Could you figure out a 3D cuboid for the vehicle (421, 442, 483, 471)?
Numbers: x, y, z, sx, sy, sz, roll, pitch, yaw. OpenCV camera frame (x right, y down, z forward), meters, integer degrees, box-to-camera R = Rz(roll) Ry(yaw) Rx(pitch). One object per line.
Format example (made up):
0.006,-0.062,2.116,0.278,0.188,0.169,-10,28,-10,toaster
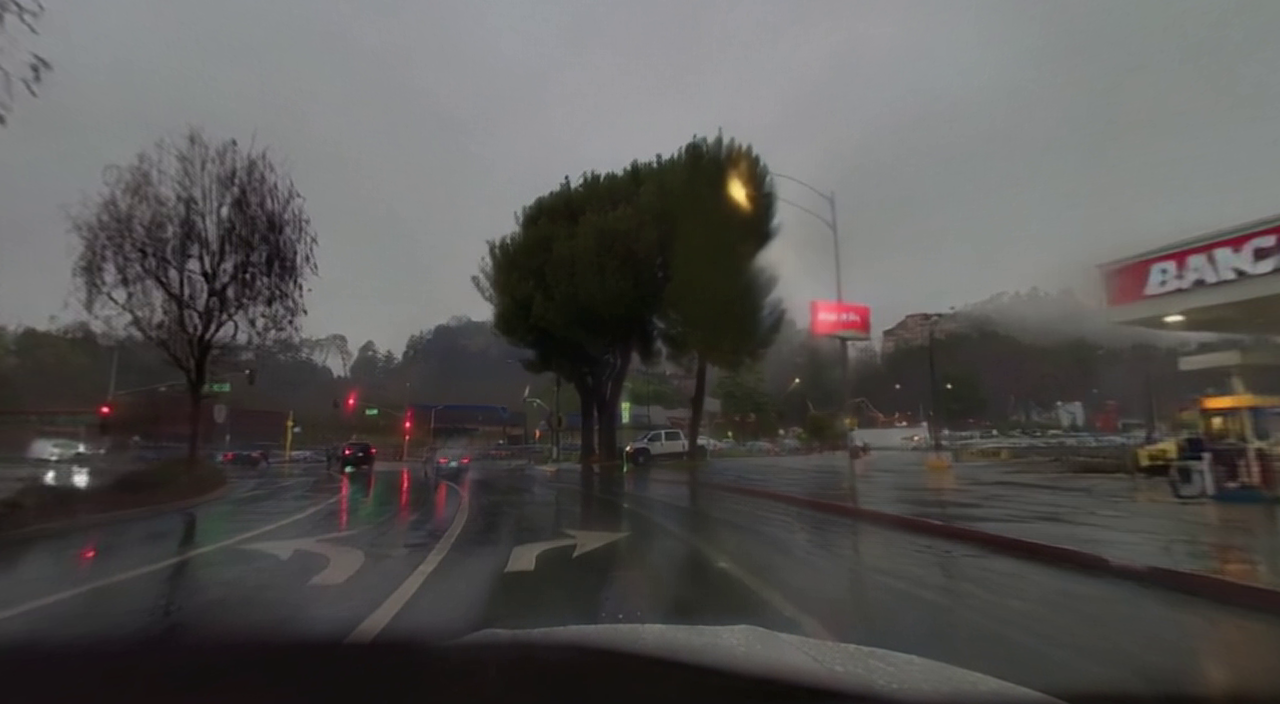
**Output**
-12.783,7.046,42.658,2.202,1.822,4.826,7,-11,-39,vehicle

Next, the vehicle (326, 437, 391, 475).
-16.338,5.970,36.404,2.254,2.006,4.766,7,-11,-37,vehicle

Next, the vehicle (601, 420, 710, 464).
1.166,6.851,47.729,7.741,3.106,2.906,-4,-10,26,vehicle

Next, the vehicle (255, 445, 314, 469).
-26.346,7.750,46.648,4.546,1.650,1.940,-6,-11,35,vehicle
